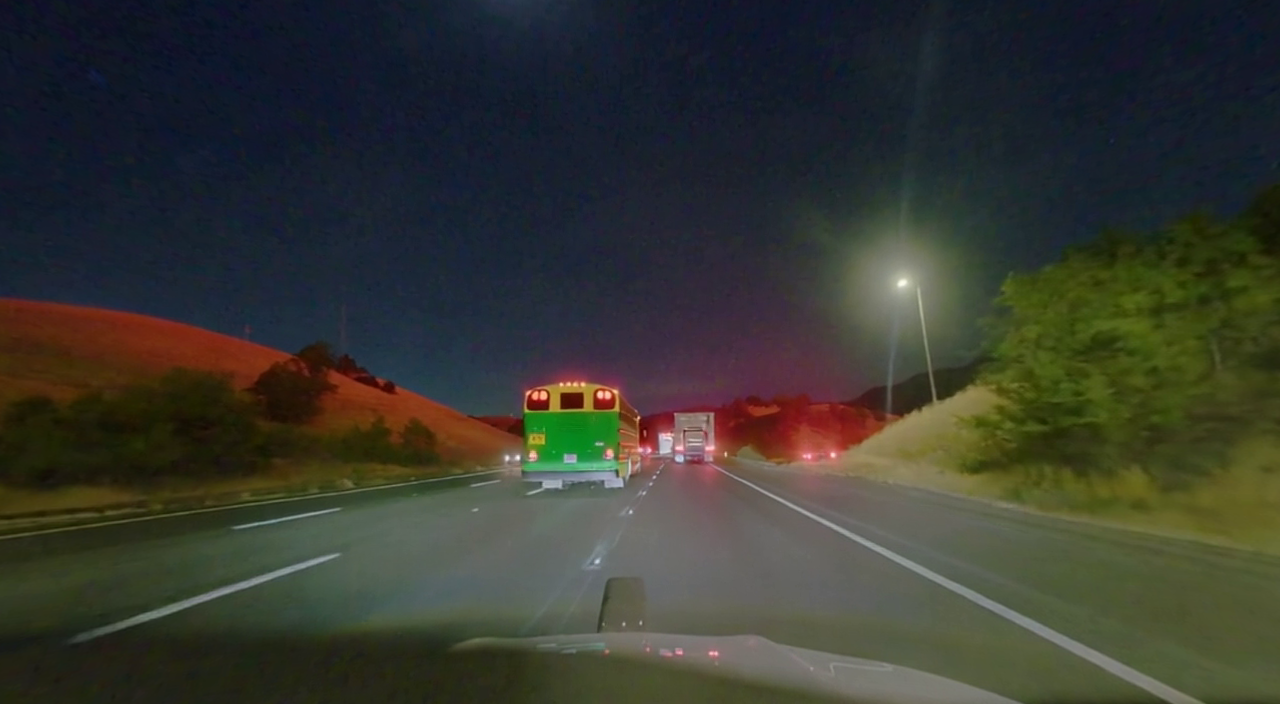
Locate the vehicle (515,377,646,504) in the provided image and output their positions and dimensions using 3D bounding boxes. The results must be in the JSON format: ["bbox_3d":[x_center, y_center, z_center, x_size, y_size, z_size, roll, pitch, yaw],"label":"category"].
[{"bbox_3d":[-1.507,3.068,21.763,2.948,3.265,10.569,-1,-8,3],"label":"vehicle"}]

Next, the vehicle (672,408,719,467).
[{"bbox_3d":[3.687,5.956,43.400,2.716,3.705,7.018,0,-9,1],"label":"vehicle"}]
